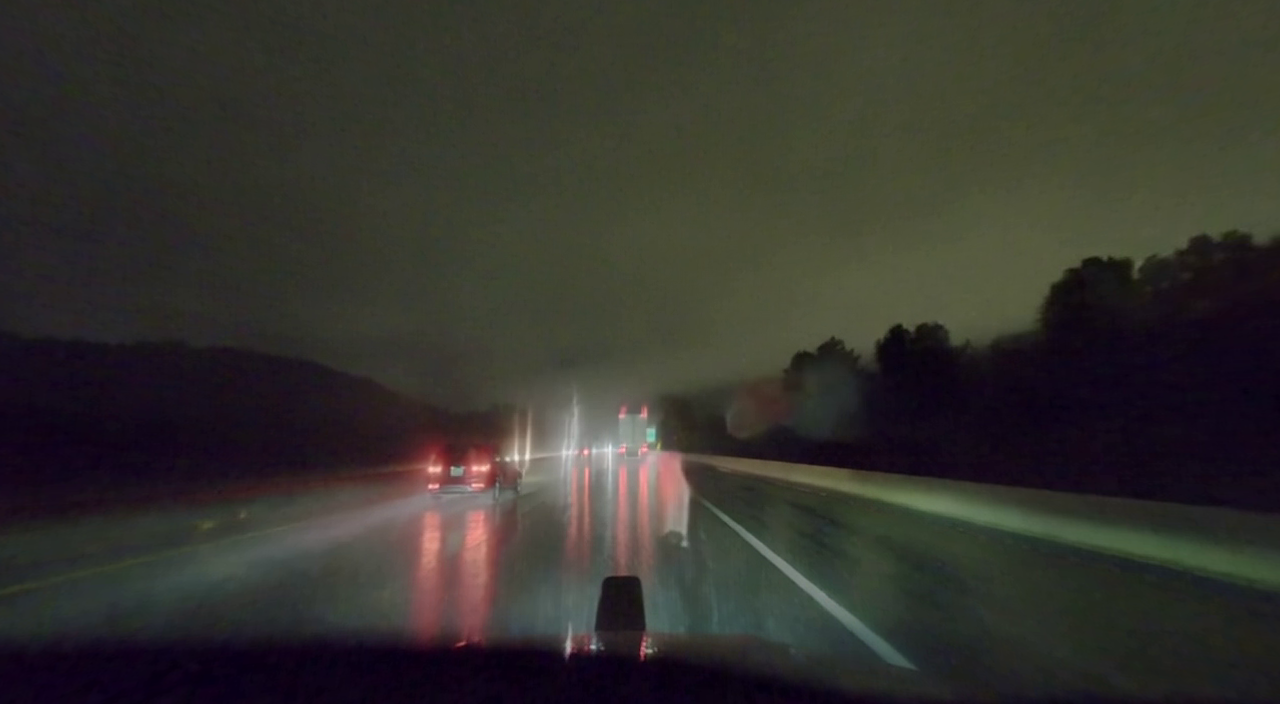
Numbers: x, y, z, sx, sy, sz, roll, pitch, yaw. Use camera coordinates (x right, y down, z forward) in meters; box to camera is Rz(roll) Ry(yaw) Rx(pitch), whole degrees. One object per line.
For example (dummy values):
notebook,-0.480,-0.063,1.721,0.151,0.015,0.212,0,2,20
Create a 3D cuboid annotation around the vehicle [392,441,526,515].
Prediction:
vehicle,-4.140,2.933,15.198,1.978,1.507,4.062,0,-9,0
